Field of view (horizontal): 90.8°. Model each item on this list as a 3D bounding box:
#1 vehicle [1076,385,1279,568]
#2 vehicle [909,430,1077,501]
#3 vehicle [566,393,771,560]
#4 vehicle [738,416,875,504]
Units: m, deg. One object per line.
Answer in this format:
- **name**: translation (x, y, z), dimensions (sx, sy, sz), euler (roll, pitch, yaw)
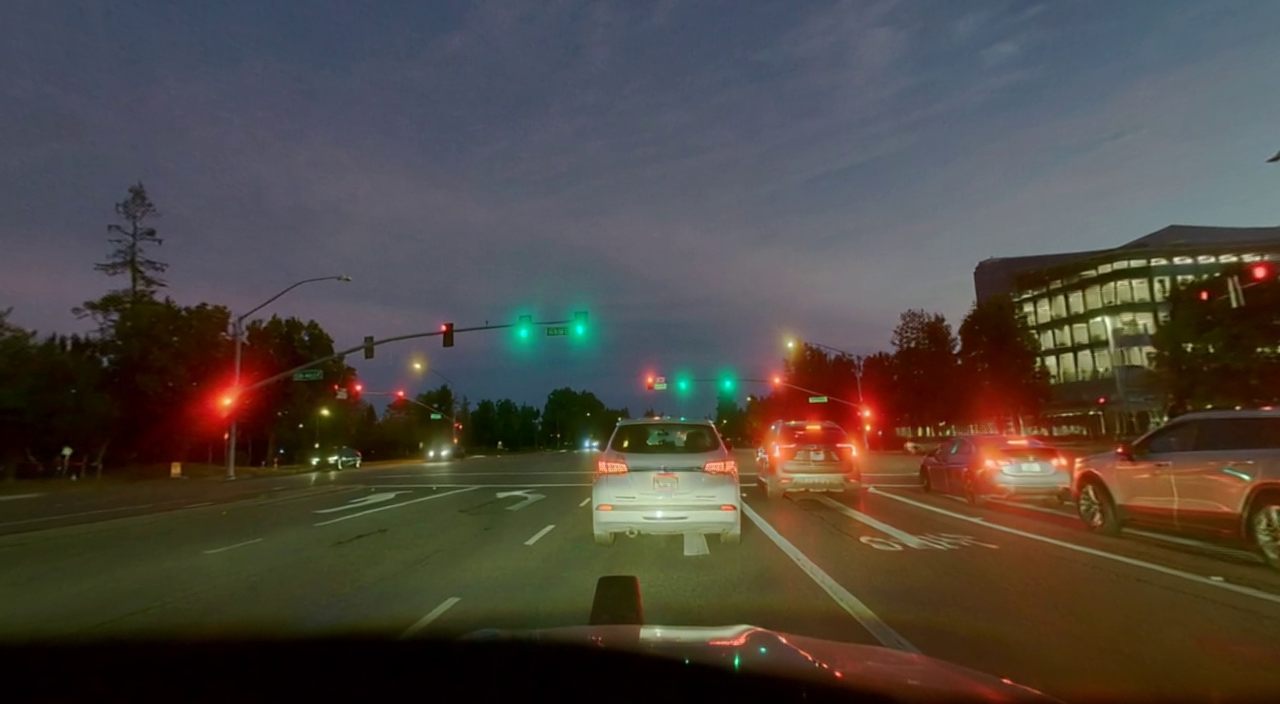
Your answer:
- **vehicle**: translation (7.373, 1.324, 6.900), dimensions (2.074, 1.791, 4.393), euler (0, -9, 1)
- **vehicle**: translation (8.318, 2.707, 15.438), dimensions (1.862, 1.471, 4.297), euler (-1, -9, 4)
- **vehicle**: translation (0.274, 1.667, 9.021), dimensions (2.211, 1.795, 4.179), euler (0, -9, -1)
- **vehicle**: translation (3.775, 2.574, 15.351), dimensions (2.188, 1.774, 4.646), euler (-1, -9, 2)
